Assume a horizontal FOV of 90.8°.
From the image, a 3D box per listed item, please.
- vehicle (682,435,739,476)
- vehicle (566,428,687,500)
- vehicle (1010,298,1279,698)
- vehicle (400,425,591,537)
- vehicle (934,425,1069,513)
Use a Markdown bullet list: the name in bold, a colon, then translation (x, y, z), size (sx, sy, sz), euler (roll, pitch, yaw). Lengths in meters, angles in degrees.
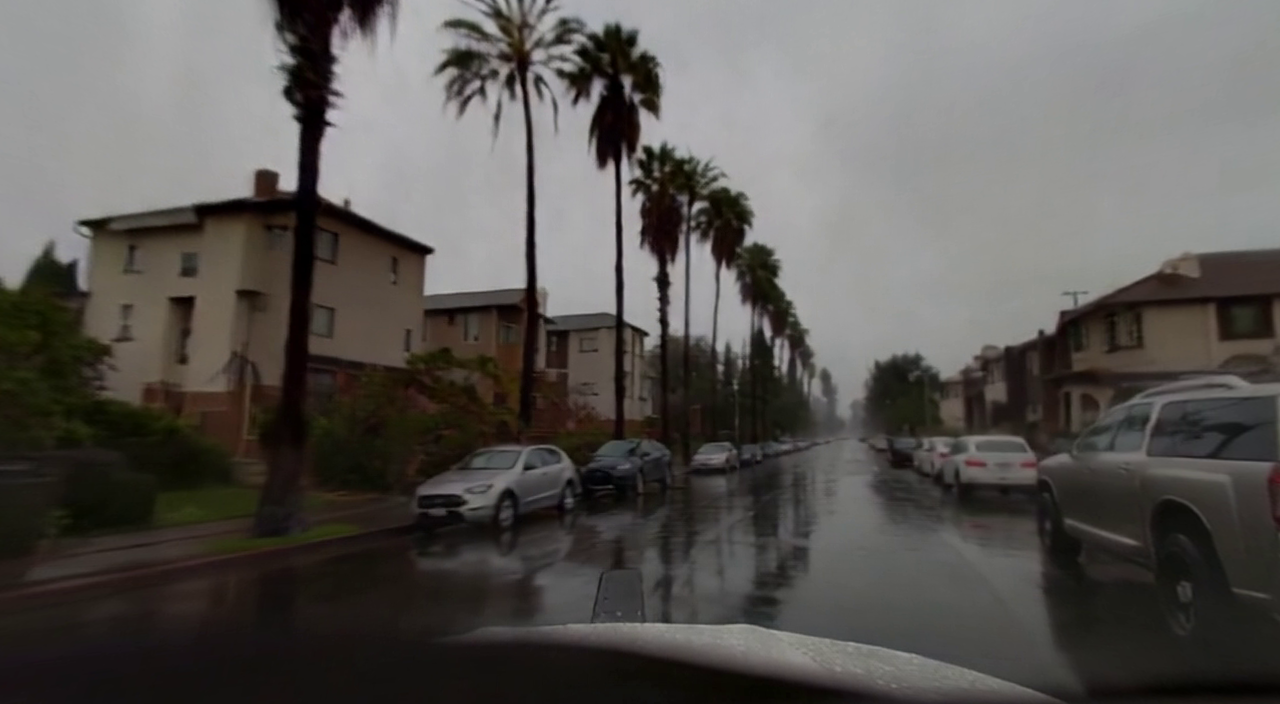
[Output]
- **vehicle**: translation (3.523, 5.018, 30.837), size (1.947, 1.803, 4.381), euler (-4, -9, 16)
- **vehicle**: translation (-0.209, 3.292, 19.150), size (2.020, 1.819, 5.168), euler (-3, -8, 18)
- **vehicle**: translation (5.719, 1.145, 5.723), size (2.649, 2.232, 6.576), euler (-3, -8, 18)
- **vehicle**: translation (-2.445, 2.268, 11.794), size (1.816, 1.697, 3.777), euler (-3, -8, 17)
- **vehicle**: translation (9.029, 2.902, 16.275), size (1.964, 1.889, 4.708), euler (-3, -8, 17)
